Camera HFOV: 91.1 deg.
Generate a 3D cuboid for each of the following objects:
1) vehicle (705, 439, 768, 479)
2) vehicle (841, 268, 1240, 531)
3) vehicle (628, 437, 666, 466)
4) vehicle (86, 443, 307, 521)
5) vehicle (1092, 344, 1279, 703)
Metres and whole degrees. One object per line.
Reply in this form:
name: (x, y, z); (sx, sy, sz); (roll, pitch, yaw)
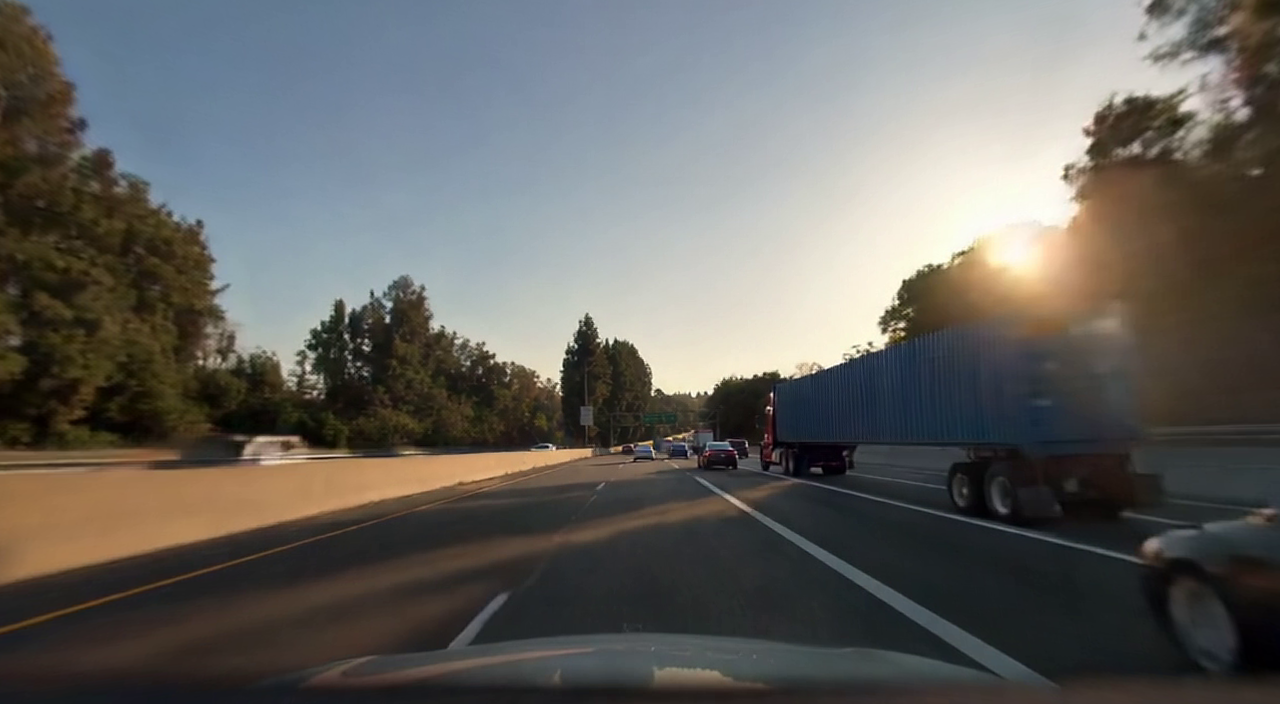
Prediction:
vehicle: (3.924, 4.413, 26.291); (1.888, 1.501, 4.608); (0, -8, 0)
vehicle: (7.466, 1.331, 14.148); (2.784, 4.002, 9.298); (0, -8, 0)
vehicle: (0.475, 6.449, 40.885); (2.313, 1.736, 4.215); (0, -8, 1)
vehicle: (-10.300, 2.987, 15.142); (1.986, 1.581, 4.469); (0, -8, 1)
vehicle: (3.774, 0.671, 1.712); (1.972, 1.693, 4.139); (0, -8, 0)
